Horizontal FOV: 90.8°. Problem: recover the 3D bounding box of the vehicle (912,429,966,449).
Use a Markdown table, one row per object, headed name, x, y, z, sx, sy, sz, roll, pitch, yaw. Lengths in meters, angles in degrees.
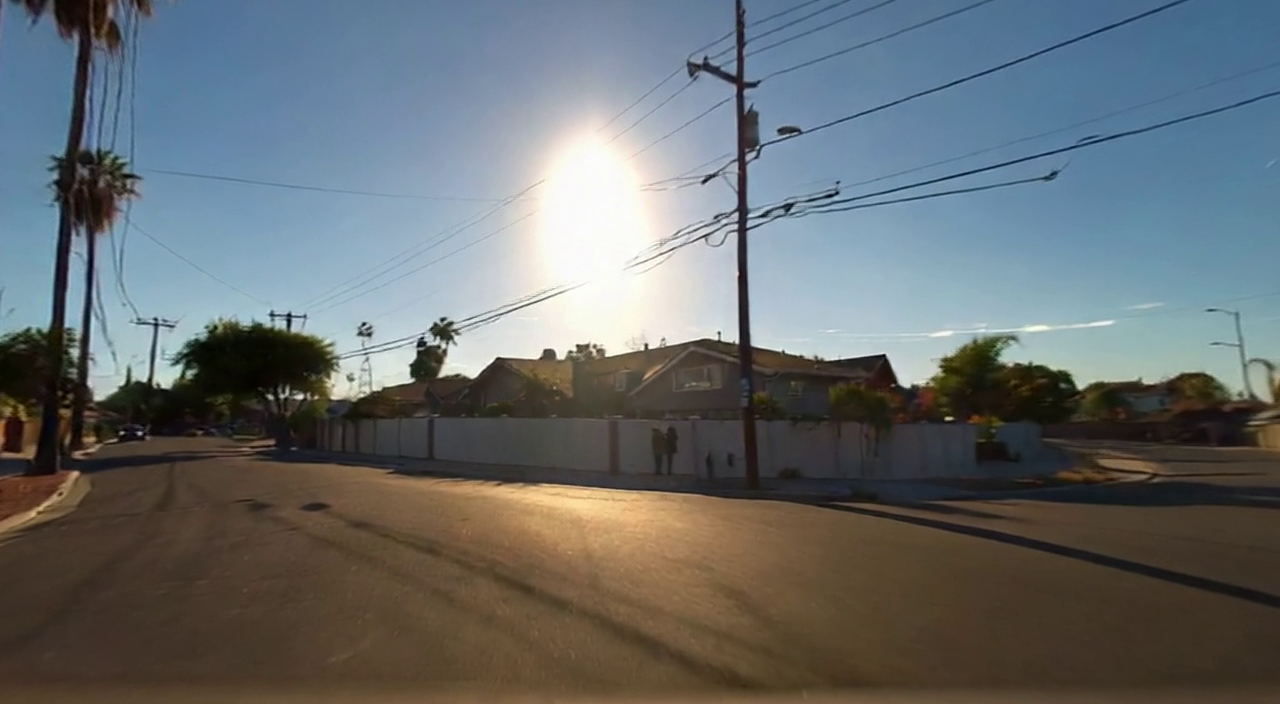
| name | x | y | z | sx | sy | sz | roll | pitch | yaw |
| --- | --- | --- | --- | --- | --- | --- | --- | --- | --- |
| vehicle | 23.405 | 6.819 | 49.476 | 3.581 | 1.474 | 1.702 | -4 | -9 | 34 |
